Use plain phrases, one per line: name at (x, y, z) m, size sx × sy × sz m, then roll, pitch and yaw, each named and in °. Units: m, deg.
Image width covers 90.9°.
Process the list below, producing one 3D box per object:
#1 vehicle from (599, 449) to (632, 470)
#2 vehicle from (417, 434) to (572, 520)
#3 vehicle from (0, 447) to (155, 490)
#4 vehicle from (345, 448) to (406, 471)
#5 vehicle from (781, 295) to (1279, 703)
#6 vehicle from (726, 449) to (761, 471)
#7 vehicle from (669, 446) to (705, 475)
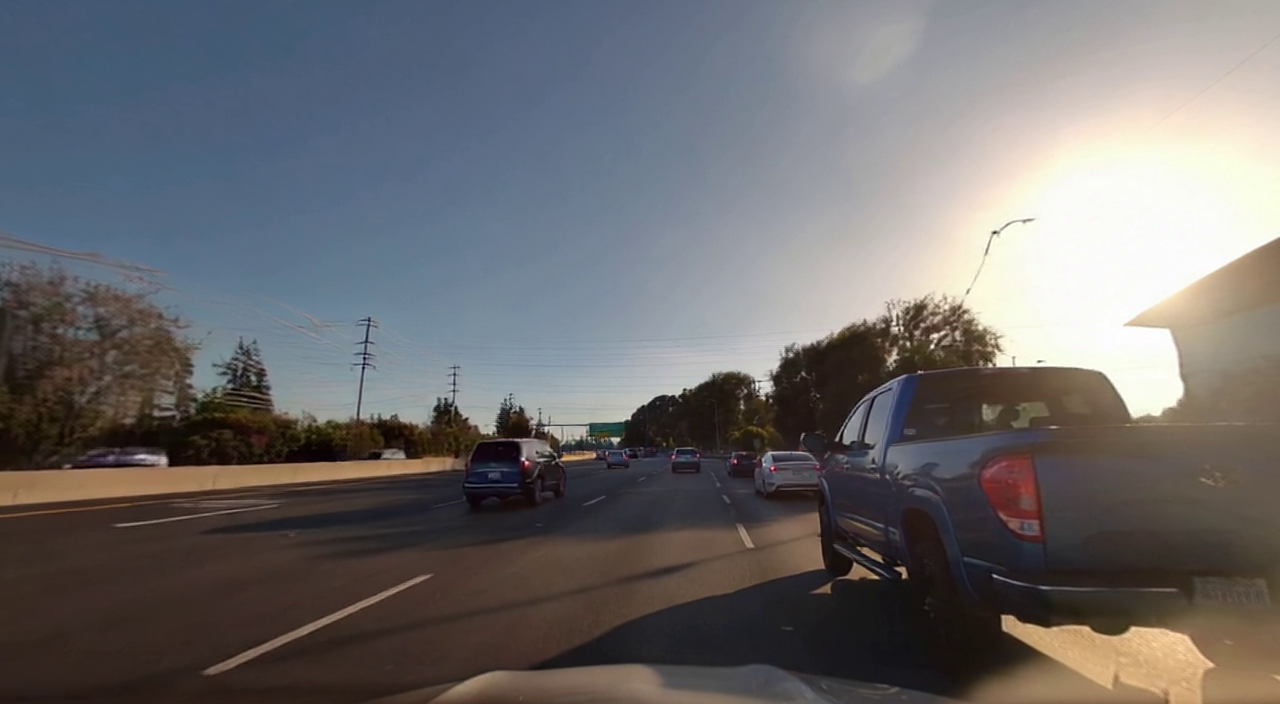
vehicle at (-1.836, 8.261, 48.755) m, size 2.119 × 1.478 × 4.644 m, roll -1°, pitch -8°, yaw 3°
vehicle at (-3.214, 2.869, 15.133) m, size 2.209 × 1.714 × 4.576 m, roll -1°, pitch -8°, yaw 6°
vehicle at (-26.510, 5.412, 29.821) m, size 2.209 × 1.785 × 5.754 m, roll -1°, pitch -8°, yaw 6°
vehicle at (-20.521, 8.343, 49.281) m, size 2.102 × 1.652 × 5.303 m, roll -1°, pitch -8°, yaw 5°
vehicle at (3.340, 1.256, 6.151) m, size 3.024 × 2.092 × 6.797 m, roll -1°, pitch -8°, yaw 6°
vehicle at (7.442, 7.796, 45.557) m, size 2.072 × 1.456 × 4.537 m, roll -1°, pitch -8°, yaw 4°
vehicle at (2.941, 6.678, 39.153) m, size 2.080 × 1.682 × 4.150 m, roll -1°, pitch -8°, yaw 5°
